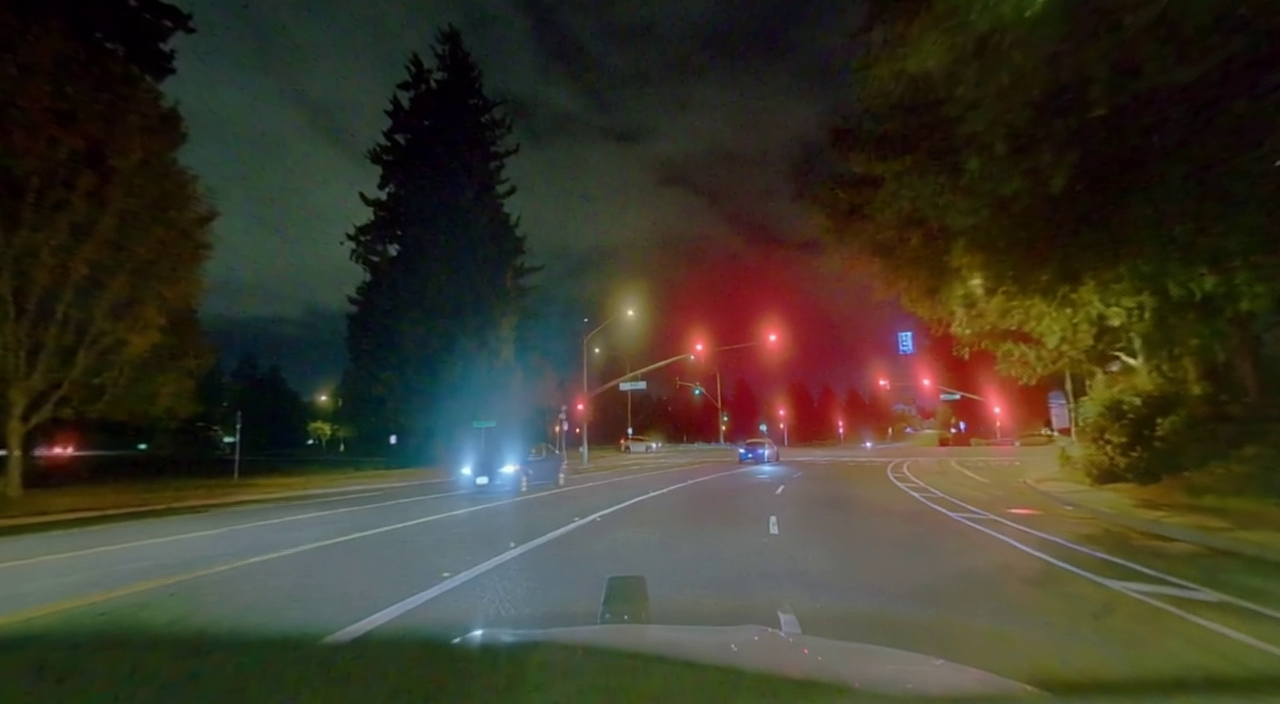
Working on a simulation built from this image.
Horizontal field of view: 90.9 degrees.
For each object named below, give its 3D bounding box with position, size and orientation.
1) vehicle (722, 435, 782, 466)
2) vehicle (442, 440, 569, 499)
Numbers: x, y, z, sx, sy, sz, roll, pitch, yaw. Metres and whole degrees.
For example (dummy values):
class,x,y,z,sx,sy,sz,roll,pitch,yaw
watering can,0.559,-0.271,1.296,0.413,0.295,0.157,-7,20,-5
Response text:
class,x,y,z,sx,sy,sz,roll,pitch,yaw
vehicle,6.272,5.448,34.921,2.055,1.573,4.065,-5,-10,28
vehicle,-3.934,3.527,19.396,1.983,1.562,4.652,-2,-9,13
